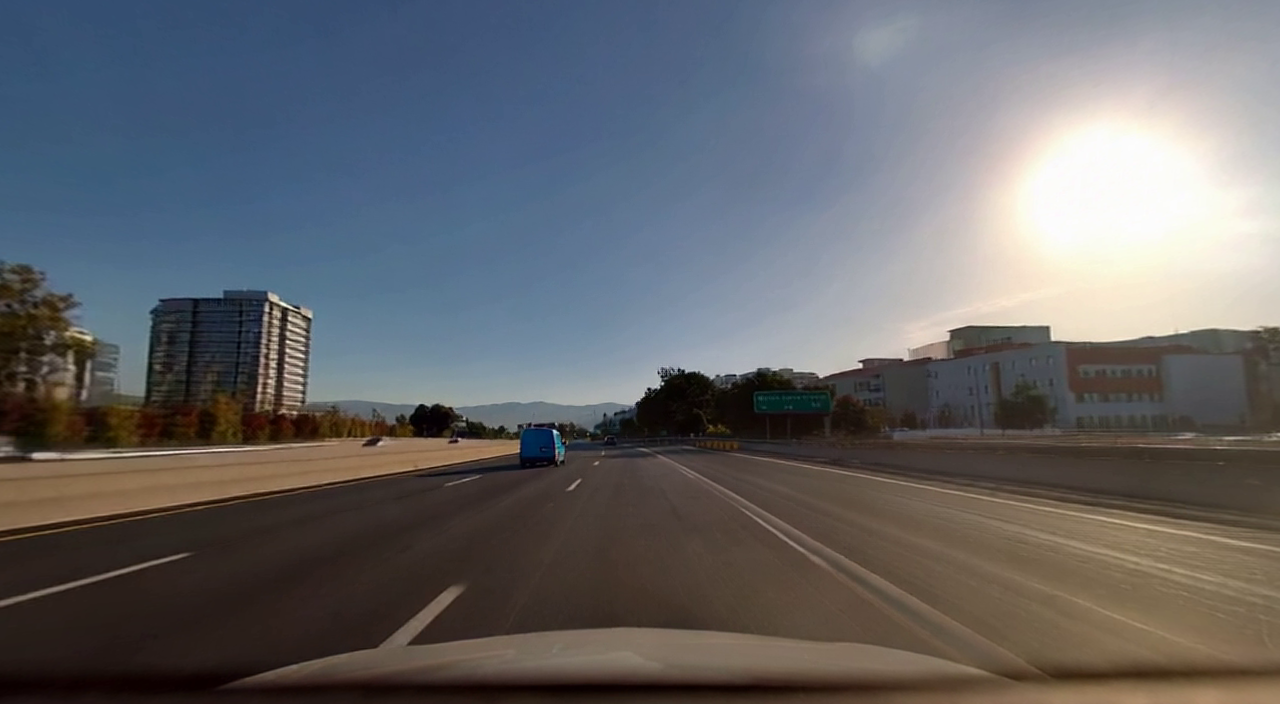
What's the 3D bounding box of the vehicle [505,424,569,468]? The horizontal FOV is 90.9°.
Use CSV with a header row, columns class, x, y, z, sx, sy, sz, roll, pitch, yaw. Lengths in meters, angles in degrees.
class,x,y,z,sx,sy,sz,roll,pitch,yaw
vehicle,-4.580,4.254,28.738,2.219,1.827,4.738,0,-8,-1
